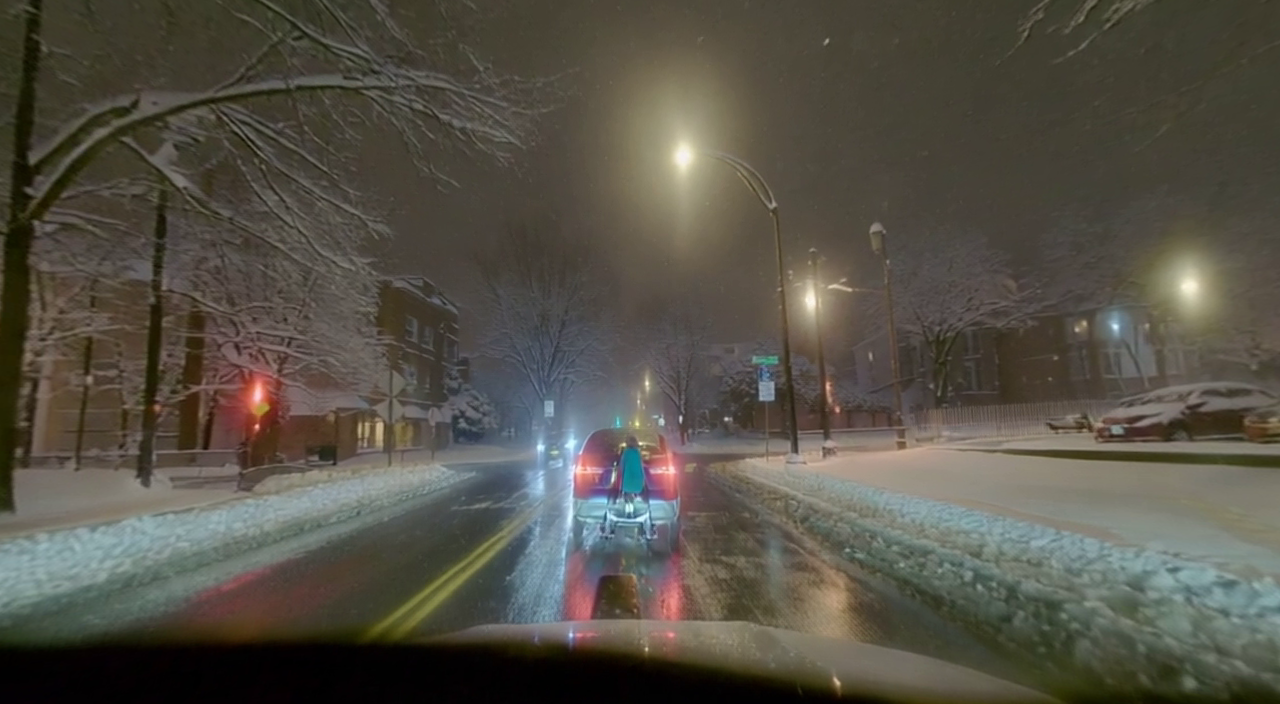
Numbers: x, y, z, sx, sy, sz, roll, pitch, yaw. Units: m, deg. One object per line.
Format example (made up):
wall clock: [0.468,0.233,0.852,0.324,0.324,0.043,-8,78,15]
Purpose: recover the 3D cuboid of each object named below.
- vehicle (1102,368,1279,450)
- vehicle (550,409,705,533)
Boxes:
vehicle: [14.458,1.473,15.718,4.104,1.886,1.939,-2,-8,9]
vehicle: [-0.149,1.923,10.694,2.142,1.686,3.816,-1,-8,1]
